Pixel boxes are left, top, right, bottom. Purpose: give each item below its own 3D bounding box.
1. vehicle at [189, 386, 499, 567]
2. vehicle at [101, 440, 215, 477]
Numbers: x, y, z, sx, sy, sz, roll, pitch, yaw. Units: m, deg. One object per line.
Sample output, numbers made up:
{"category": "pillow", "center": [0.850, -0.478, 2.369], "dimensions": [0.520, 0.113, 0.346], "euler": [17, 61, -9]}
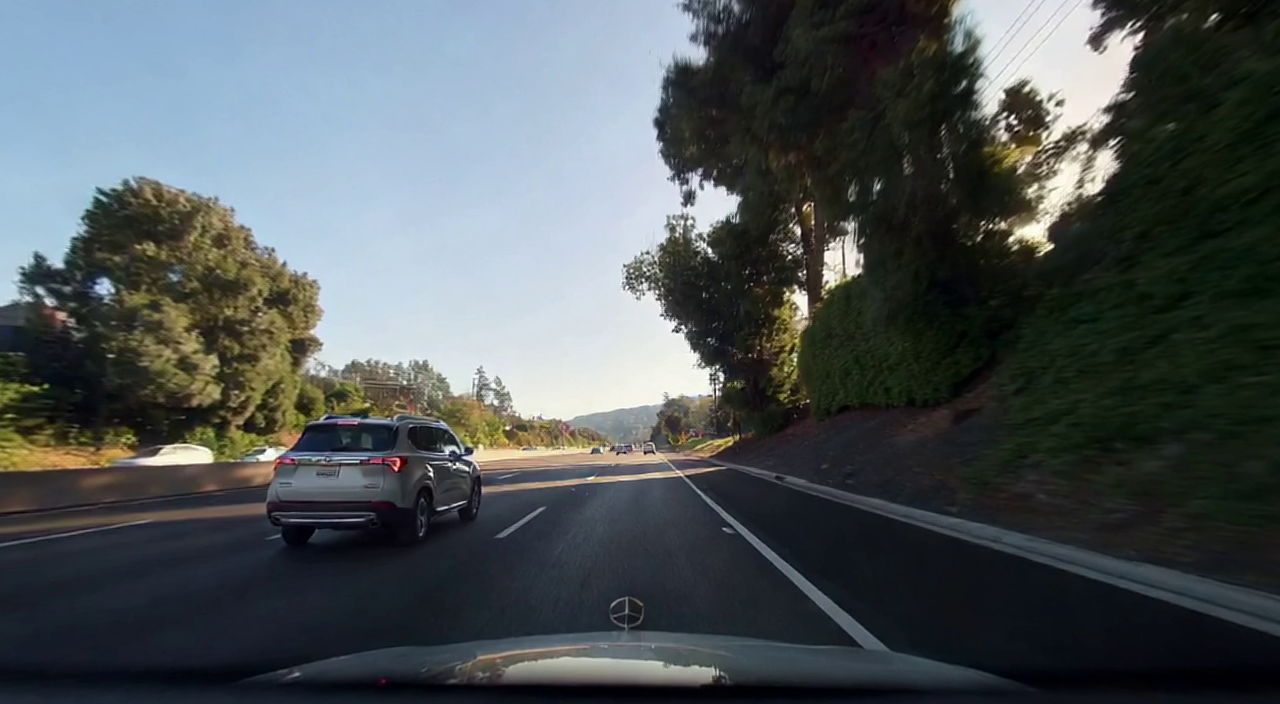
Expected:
{"category": "vehicle", "center": [-3.830, 1.731, 9.528], "dimensions": [2.136, 1.975, 5.037], "euler": [0, -8, 1]}
{"category": "vehicle", "center": [-26.037, 5.740, 34.372], "dimensions": [1.989, 1.875, 5.281], "euler": [0, -8, 1]}
